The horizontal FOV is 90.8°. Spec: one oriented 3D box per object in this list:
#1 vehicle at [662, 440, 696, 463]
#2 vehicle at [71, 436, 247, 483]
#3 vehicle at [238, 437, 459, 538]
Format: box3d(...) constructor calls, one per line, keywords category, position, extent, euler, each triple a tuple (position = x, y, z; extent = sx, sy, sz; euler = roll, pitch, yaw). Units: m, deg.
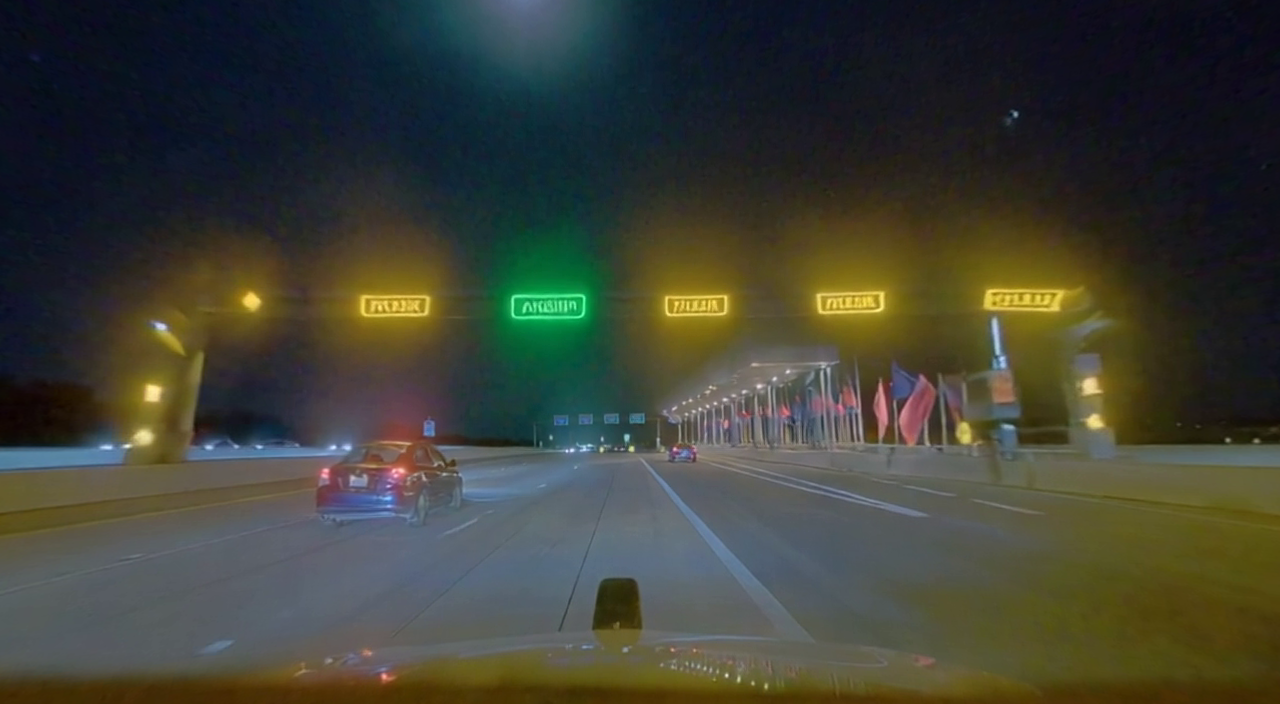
box3d(category="vehicle", position=(2.933, 7.591, 48.488), extent=(2.072, 1.639, 4.919), euler=(0, -8, -2))
box3d(category="vehicle", position=(-21.103, 4.678, 28.006), extent=(2.298, 1.856, 5.674), euler=(-7, -11, 39))
box3d(category="vehicle", position=(-4.917, 2.309, 11.502), extent=(1.981, 1.465, 4.334), euler=(0, -8, 0))
